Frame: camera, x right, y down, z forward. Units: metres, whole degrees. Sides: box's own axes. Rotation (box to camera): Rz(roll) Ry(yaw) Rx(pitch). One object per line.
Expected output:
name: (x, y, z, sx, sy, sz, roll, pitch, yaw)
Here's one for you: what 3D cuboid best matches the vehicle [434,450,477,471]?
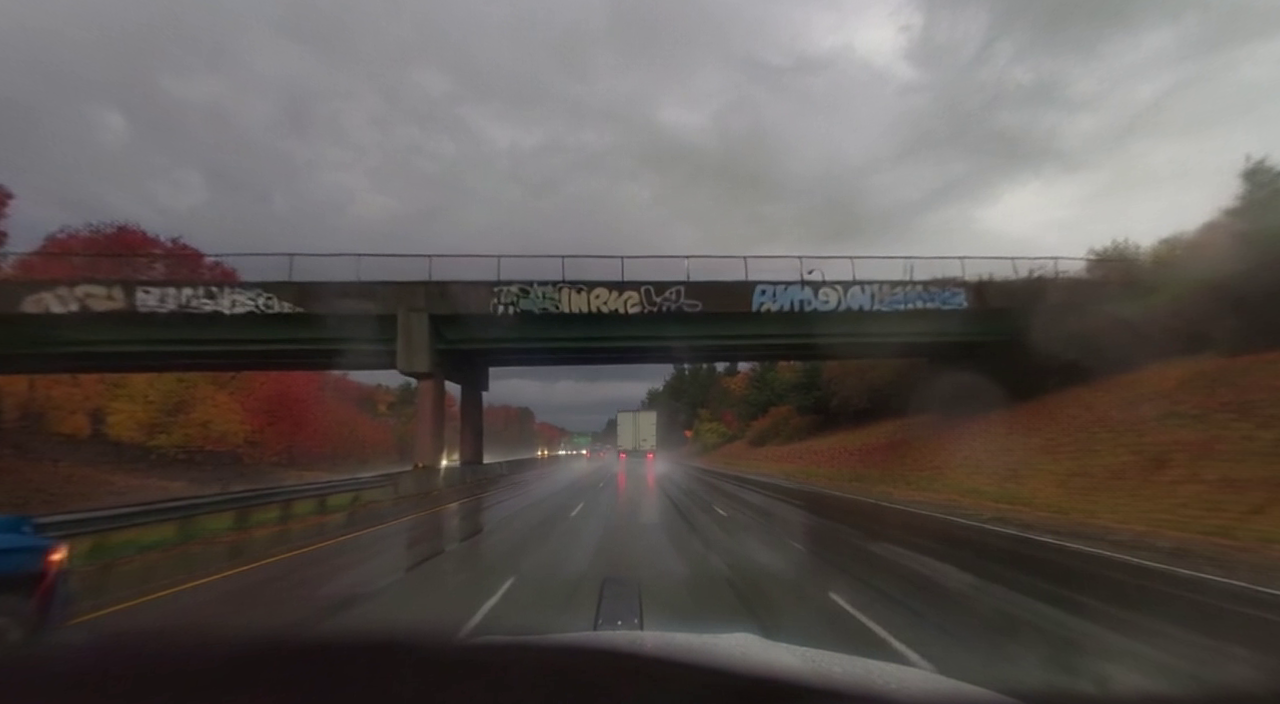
vehicle: (-14.112, 8.314, 48.213, 1.987, 1.536, 4.515, 0, -9, -1)
